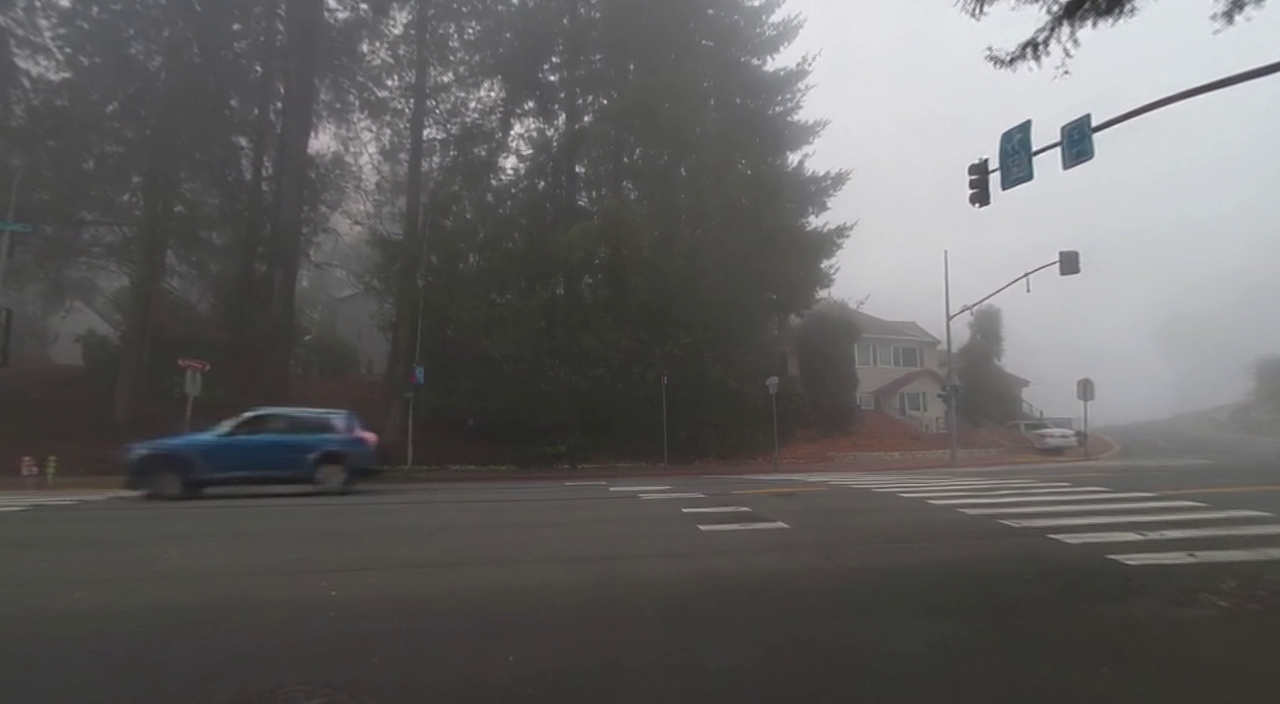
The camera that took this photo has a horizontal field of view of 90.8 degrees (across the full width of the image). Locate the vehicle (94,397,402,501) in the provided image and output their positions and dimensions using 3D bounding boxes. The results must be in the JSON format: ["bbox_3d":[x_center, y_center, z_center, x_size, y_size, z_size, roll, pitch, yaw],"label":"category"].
[{"bbox_3d":[-7.515,1.940,12.849,4.882,1.783,2.093,3,-9,-21],"label":"vehicle"}]
